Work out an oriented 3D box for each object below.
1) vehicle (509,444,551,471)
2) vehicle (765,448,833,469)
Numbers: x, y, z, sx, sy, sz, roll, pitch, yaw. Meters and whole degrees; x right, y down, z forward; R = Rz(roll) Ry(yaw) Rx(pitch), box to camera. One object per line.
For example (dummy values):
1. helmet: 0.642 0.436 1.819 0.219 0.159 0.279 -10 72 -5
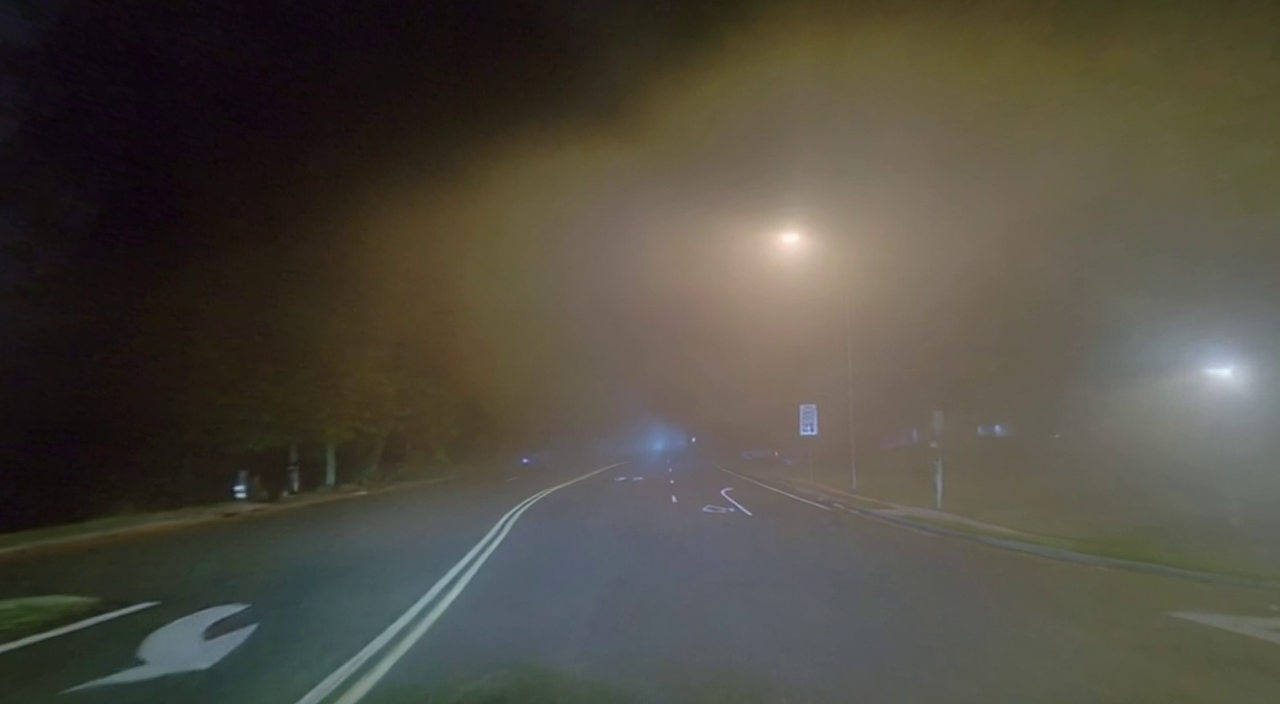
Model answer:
1. vehicle: -8.068 7.784 46.692 2.142 1.723 4.275 -3 -8 2
2. vehicle: 11.441 7.658 45.492 4.460 1.456 1.804 0 -9 3
